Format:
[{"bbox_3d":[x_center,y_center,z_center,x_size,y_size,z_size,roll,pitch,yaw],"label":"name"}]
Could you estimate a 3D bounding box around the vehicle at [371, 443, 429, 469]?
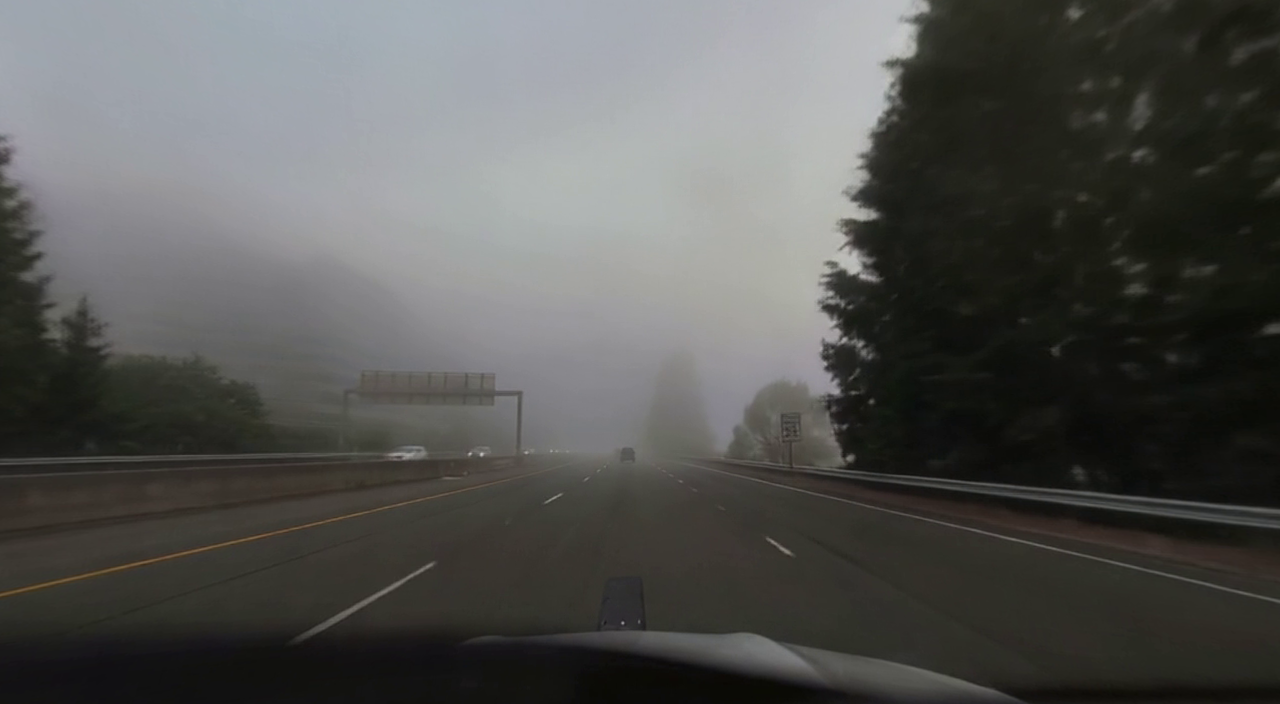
[{"bbox_3d":[-14.973,6.516,39.610,1.842,1.473,4.625,0,-9,0],"label":"vehicle"}]
